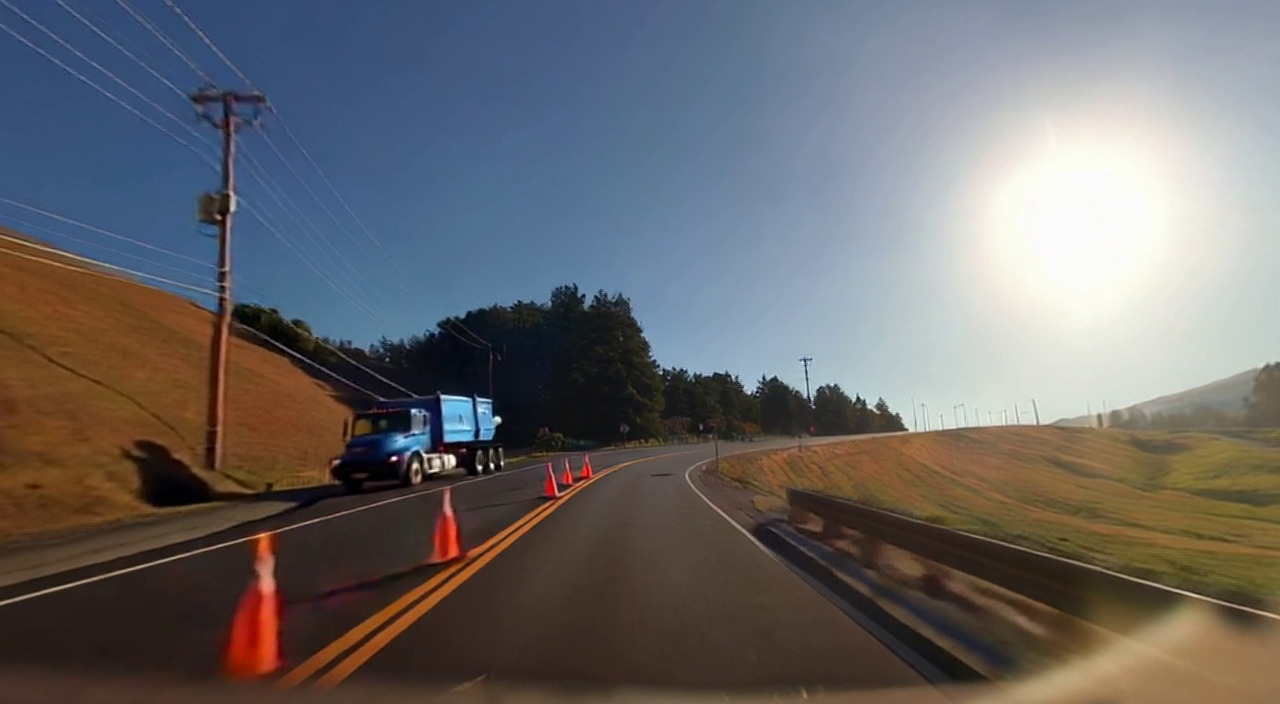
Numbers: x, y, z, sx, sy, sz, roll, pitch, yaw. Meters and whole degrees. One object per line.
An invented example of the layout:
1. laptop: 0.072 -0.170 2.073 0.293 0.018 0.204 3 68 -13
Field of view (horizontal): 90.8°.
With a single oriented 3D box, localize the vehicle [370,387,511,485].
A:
1. vehicle: -7.641 3.372 25.317 3.031 3.185 7.053 -4 -8 3
